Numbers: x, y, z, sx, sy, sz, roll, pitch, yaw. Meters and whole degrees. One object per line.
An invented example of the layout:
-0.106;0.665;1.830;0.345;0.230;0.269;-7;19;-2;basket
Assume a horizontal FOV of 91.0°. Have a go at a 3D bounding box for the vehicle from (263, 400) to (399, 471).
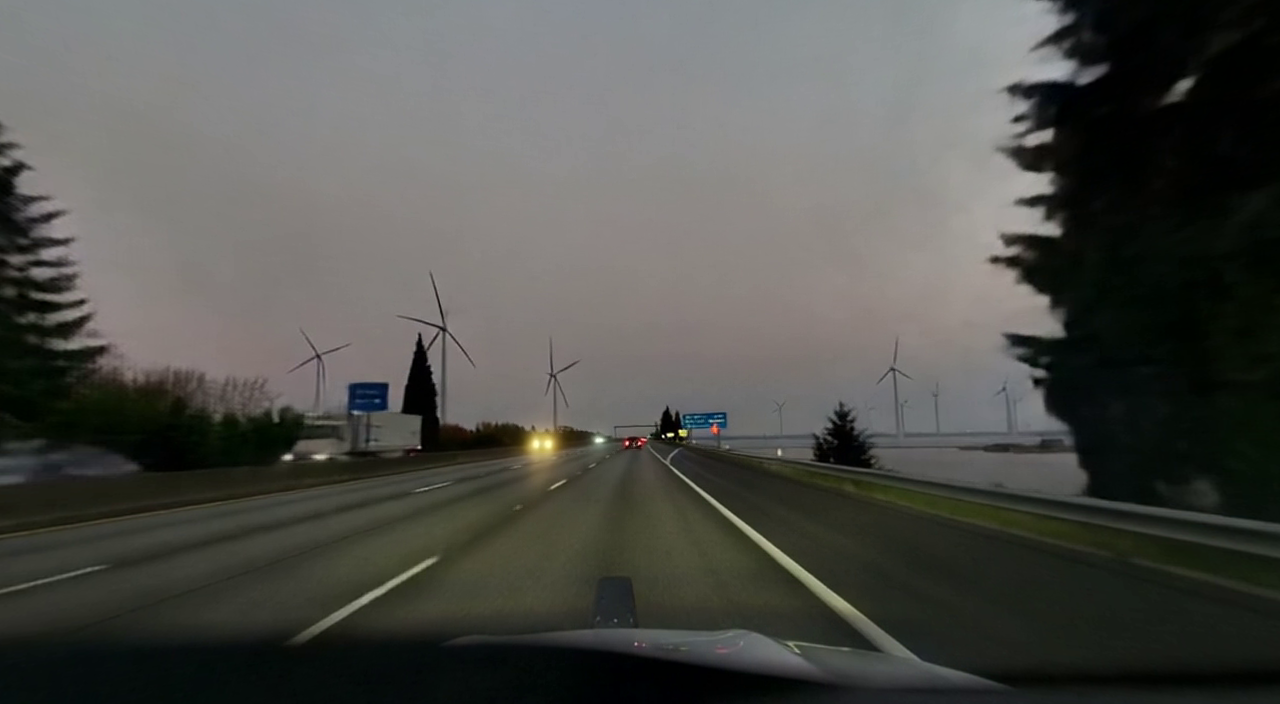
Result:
-17.247;4.853;36.177;2.971;3.525;9.305;0;-8;0;vehicle
